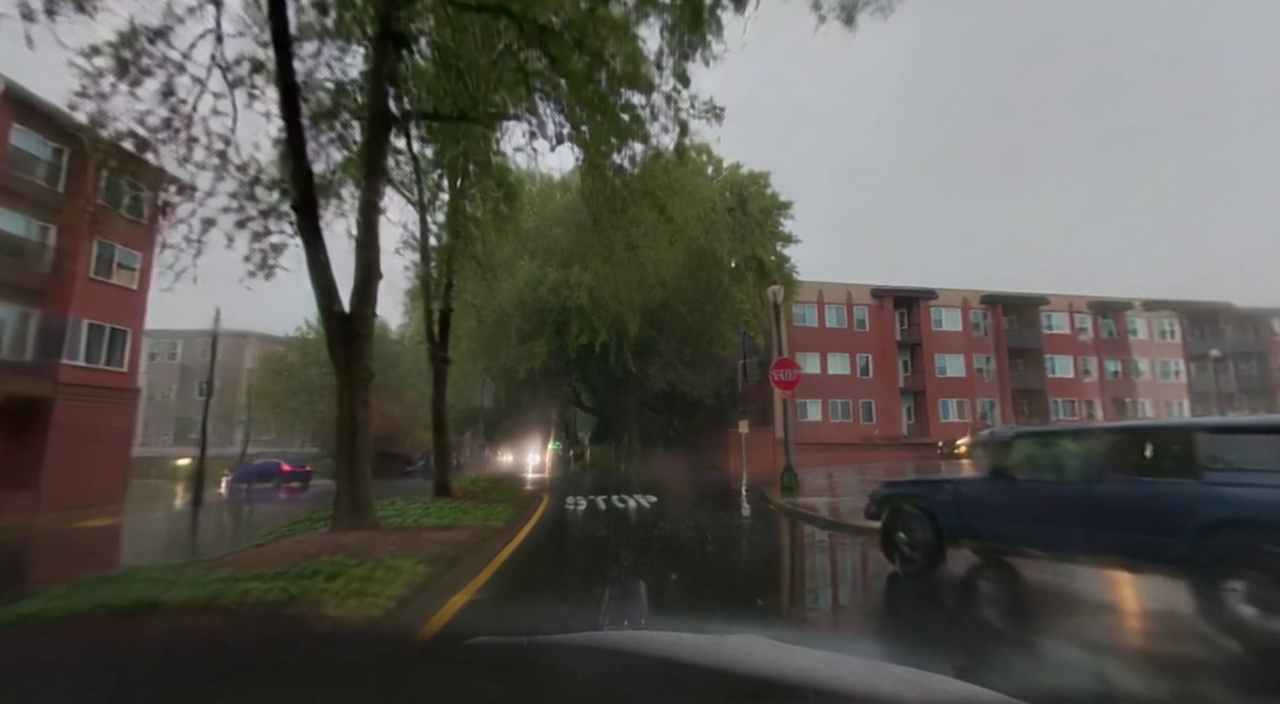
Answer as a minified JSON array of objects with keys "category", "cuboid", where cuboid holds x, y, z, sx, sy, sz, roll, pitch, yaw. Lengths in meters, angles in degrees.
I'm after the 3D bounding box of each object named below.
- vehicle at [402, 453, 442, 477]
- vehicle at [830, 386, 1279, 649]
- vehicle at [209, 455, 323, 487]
[{"category":"vehicle","cuboid":[-15.229,7.901,44.206,2.027,1.475,4.522,2,-8,-12]},{"category":"vehicle","cuboid":[4.133,1.232,5.393,2.065,1.529,4.709,1,-10,-25]},{"category":"vehicle","cuboid":[-19.230,6.128,32.547,4.654,1.503,1.951,0,-8,3]}]
